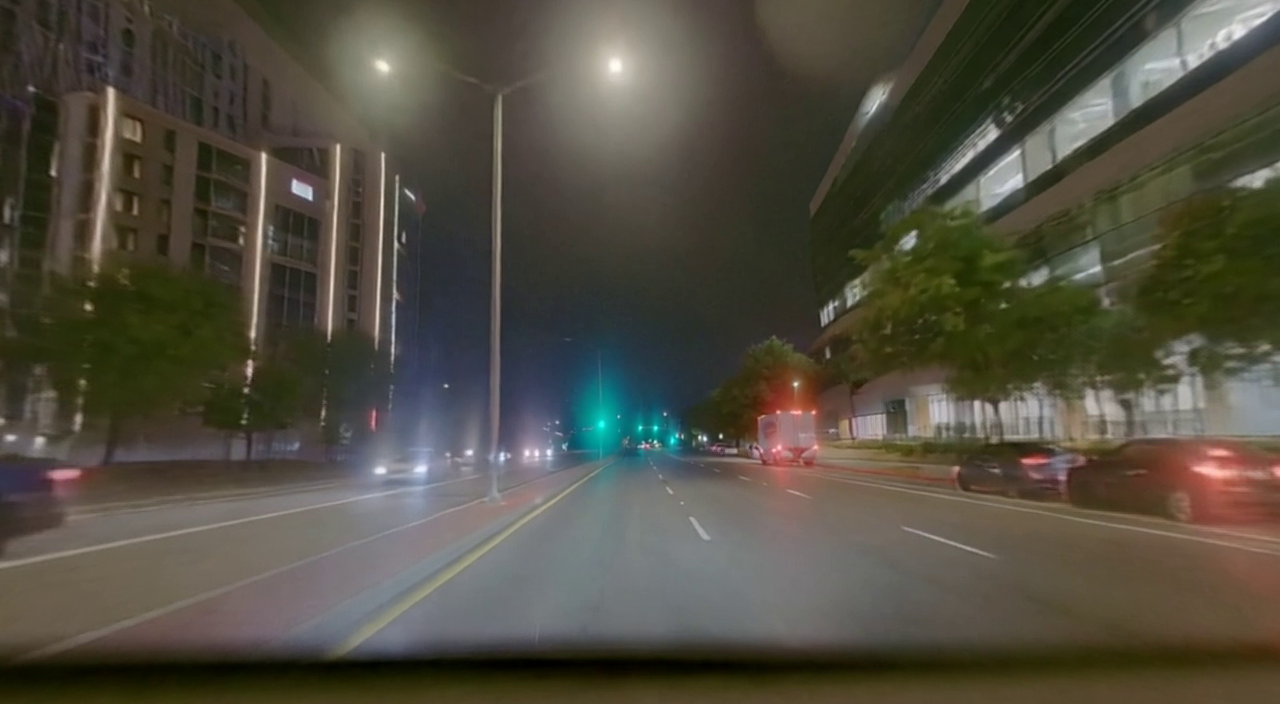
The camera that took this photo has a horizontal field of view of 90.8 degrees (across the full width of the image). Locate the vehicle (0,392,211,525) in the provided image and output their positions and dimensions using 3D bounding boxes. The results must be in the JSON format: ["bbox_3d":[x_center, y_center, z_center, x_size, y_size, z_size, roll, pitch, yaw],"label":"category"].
[{"bbox_3d":[-12.204,2.188,13.327,2.243,2.272,5.683,0,-8,1],"label":"vehicle"}]

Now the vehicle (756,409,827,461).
[{"bbox_3d":[9.547,5.418,40.773,2.670,3.016,7.732,0,-8,1],"label":"vehicle"}]

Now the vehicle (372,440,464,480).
[{"bbox_3d":[-8.983,4.402,26.050,2.001,1.477,4.754,0,-8,1],"label":"vehicle"}]

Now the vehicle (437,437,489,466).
[{"bbox_3d":[-12.189,6.871,43.925,2.180,1.904,4.631,0,-8,1],"label":"vehicle"}]

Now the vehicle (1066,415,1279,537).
[{"bbox_3d":[10.287,2.071,11.079,2.043,1.761,5.022,0,-8,-1],"label":"vehicle"}]

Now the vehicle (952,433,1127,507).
[{"bbox_3d":[10.364,3.051,16.867,1.790,1.689,4.291,0,-8,-1],"label":"vehicle"}]
